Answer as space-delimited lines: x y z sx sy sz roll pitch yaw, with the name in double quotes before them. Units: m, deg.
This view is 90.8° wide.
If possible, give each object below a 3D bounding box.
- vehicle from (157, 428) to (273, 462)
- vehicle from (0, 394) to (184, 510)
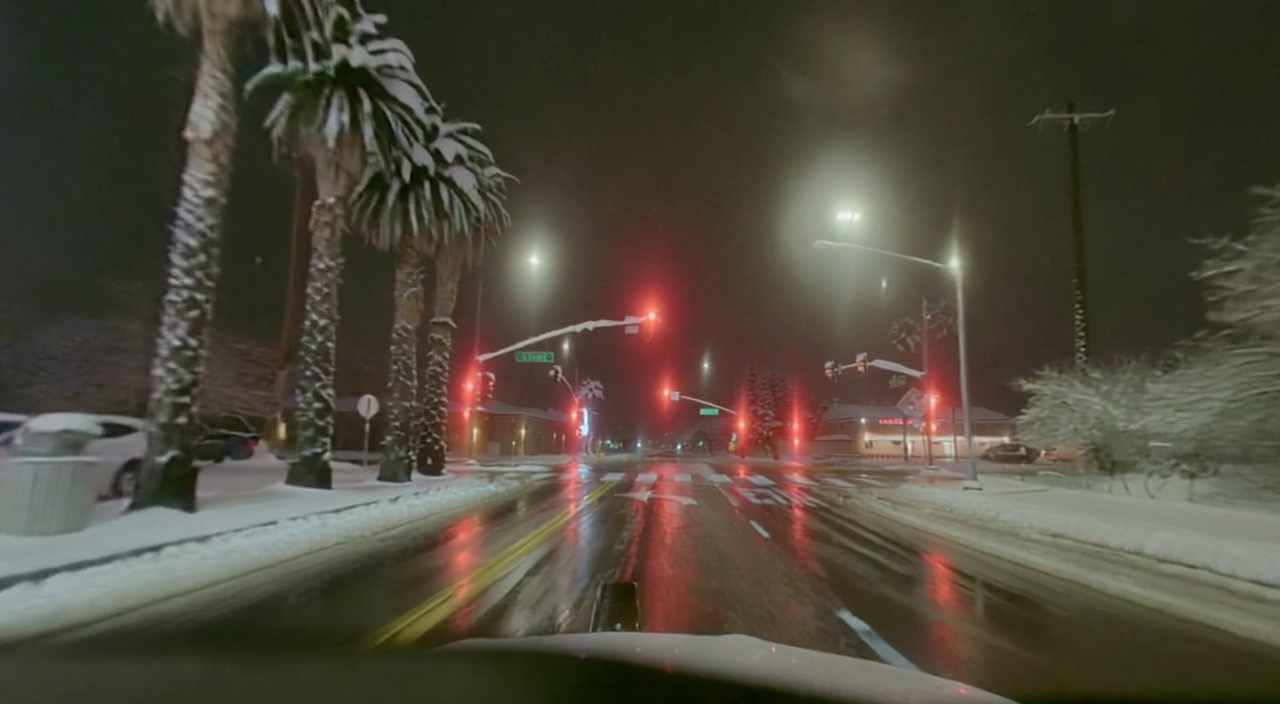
"vehicle" -21.233 4.680 31.695 4.350 1.624 2.023 0 -8 0
"vehicle" -11.091 1.803 11.383 2.109 1.816 4.670 -1 -8 2
